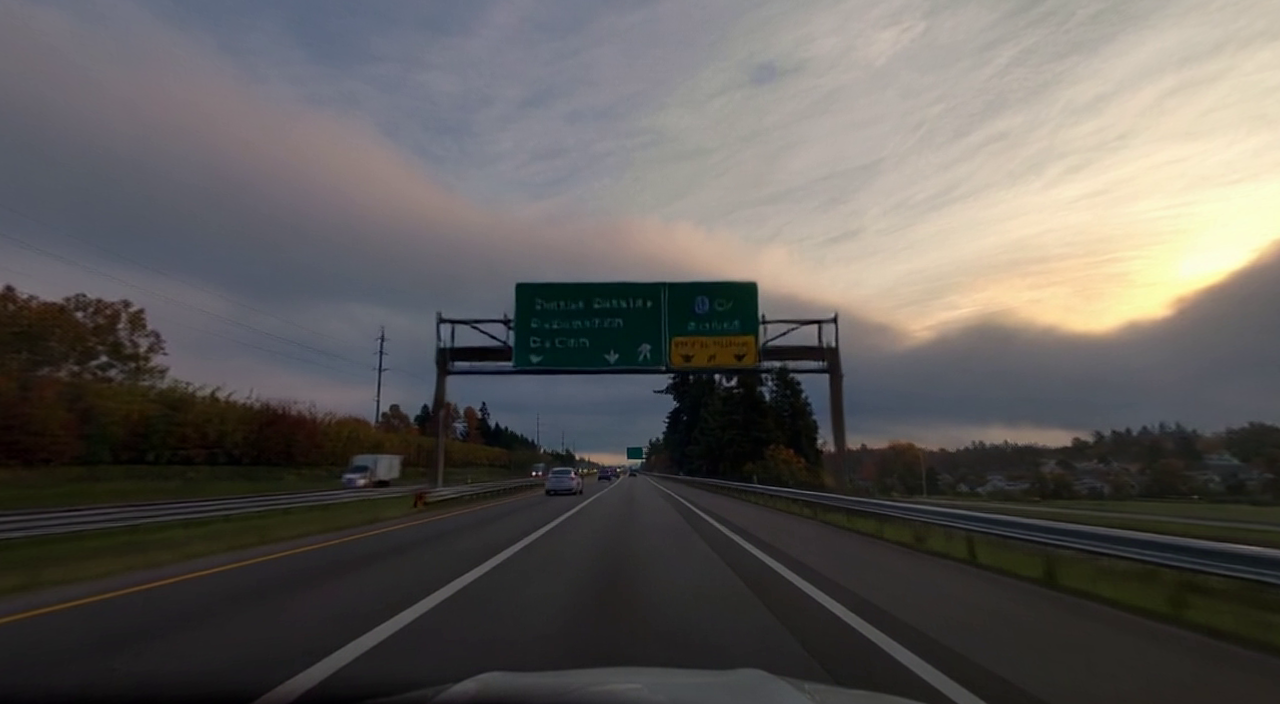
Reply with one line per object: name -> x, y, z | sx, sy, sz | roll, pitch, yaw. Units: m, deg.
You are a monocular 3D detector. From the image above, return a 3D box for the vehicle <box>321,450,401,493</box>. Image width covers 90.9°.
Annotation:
vehicle -> -18.088, 7.839, 41.331 | 2.348, 2.530, 6.058 | 0, -11, 0

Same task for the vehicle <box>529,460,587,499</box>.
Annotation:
vehicle -> -4.247, 6.739, 33.546 | 2.254, 1.809, 5.839 | 1, -11, 0
